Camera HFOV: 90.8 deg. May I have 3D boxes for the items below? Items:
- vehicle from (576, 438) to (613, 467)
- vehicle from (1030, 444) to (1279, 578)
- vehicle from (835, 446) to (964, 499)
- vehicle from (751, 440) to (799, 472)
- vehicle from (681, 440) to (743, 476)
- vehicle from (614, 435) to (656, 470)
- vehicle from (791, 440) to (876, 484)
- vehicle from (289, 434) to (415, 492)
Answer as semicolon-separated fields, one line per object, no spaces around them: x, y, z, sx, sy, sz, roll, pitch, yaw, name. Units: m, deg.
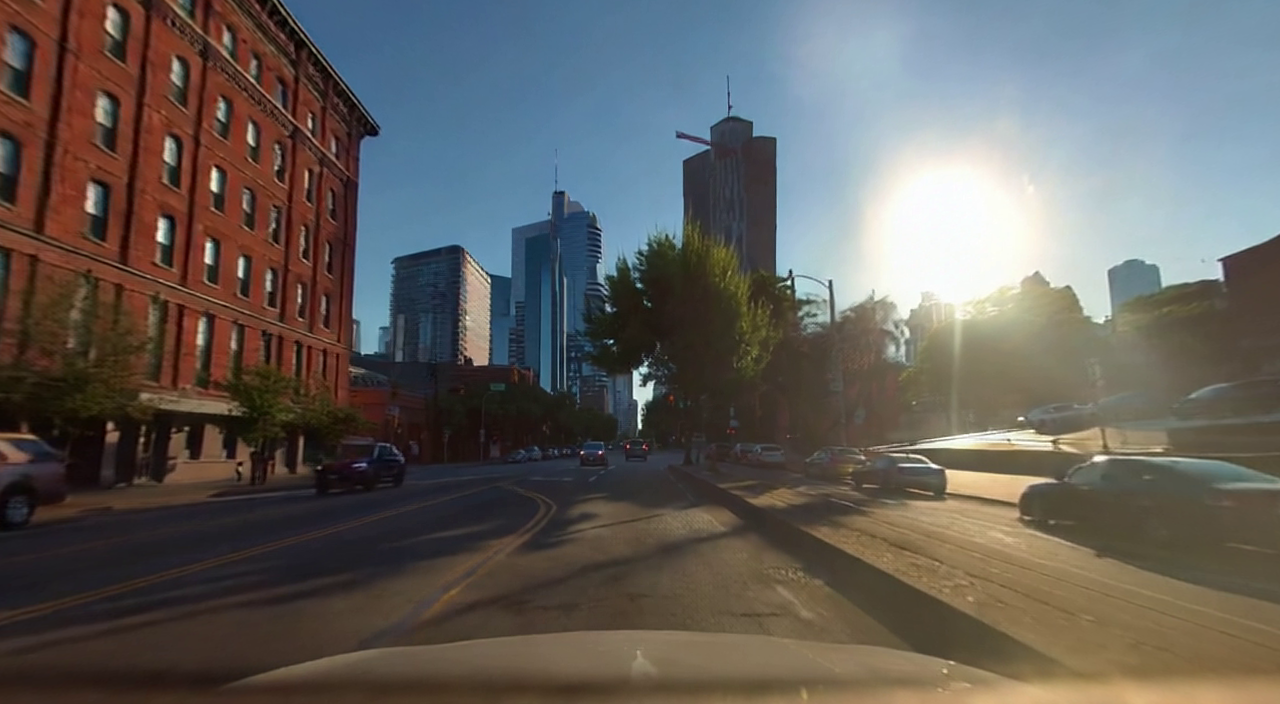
-3.008;6.673;42.176;2.297;1.812;4.244;0;-8;-4;vehicle
8.224;2.096;9.190;2.072;1.479;4.603;0;-8;-1;vehicle
8.187;3.804;20.525;2.054;1.455;4.786;0;-8;-1;vehicle
8.091;6.287;38.386;1.959;1.719;4.538;1;-7;0;vehicle
3.264;4.954;29.836;2.238;1.499;4.964;0;-8;-1;vehicle
-0.268;5.812;36.669;2.329;1.842;4.537;0;-8;0;vehicle
8.013;4.557;26.665;1.963;1.649;4.562;1;-8;-2;vehicle
-9.857;3.825;22.167;2.212;1.784;4.626;0;-8;0;vehicle
